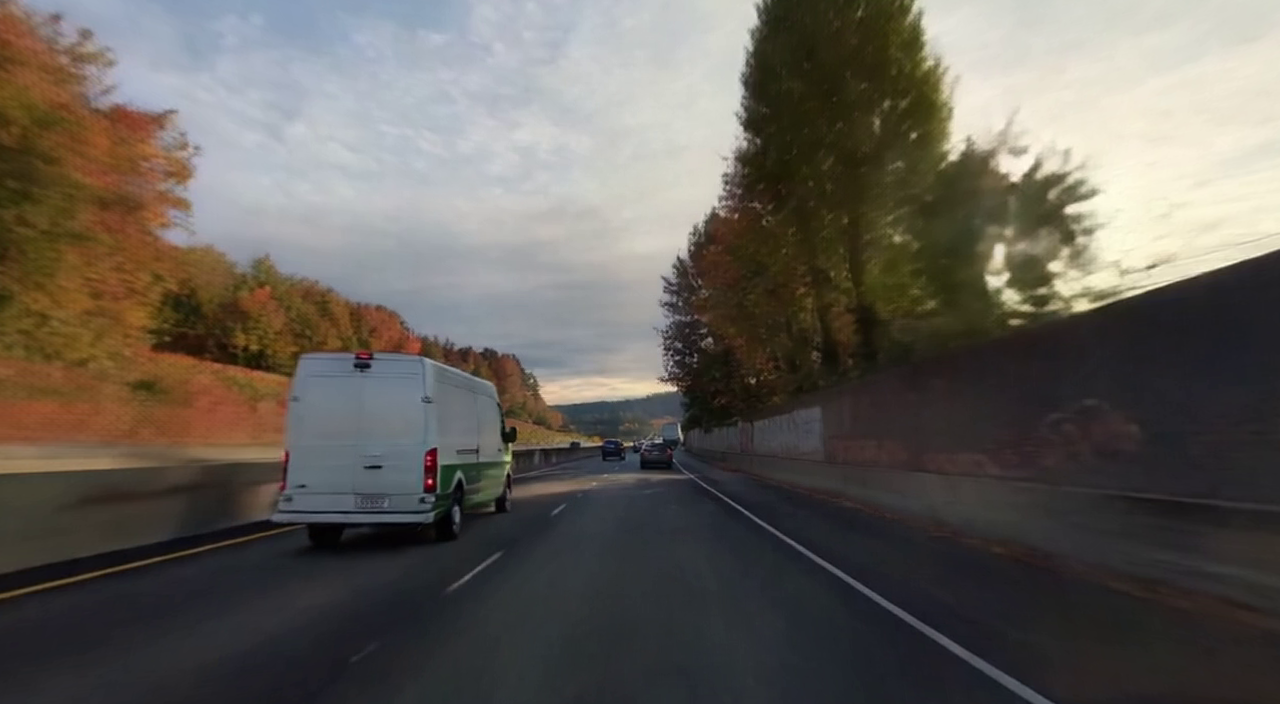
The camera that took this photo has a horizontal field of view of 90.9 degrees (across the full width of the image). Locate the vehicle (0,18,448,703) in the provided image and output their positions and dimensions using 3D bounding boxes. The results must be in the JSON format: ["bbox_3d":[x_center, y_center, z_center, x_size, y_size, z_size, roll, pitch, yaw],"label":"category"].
[{"bbox_3d":[-3.421,0.444,4.731,2.334,2.769,5.087,0,-8,-1],"label":"vehicle"}]

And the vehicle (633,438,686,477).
[{"bbox_3d":[0.783,4.356,26.323,2.071,1.487,3.948,0,-8,1],"label":"vehicle"}]
